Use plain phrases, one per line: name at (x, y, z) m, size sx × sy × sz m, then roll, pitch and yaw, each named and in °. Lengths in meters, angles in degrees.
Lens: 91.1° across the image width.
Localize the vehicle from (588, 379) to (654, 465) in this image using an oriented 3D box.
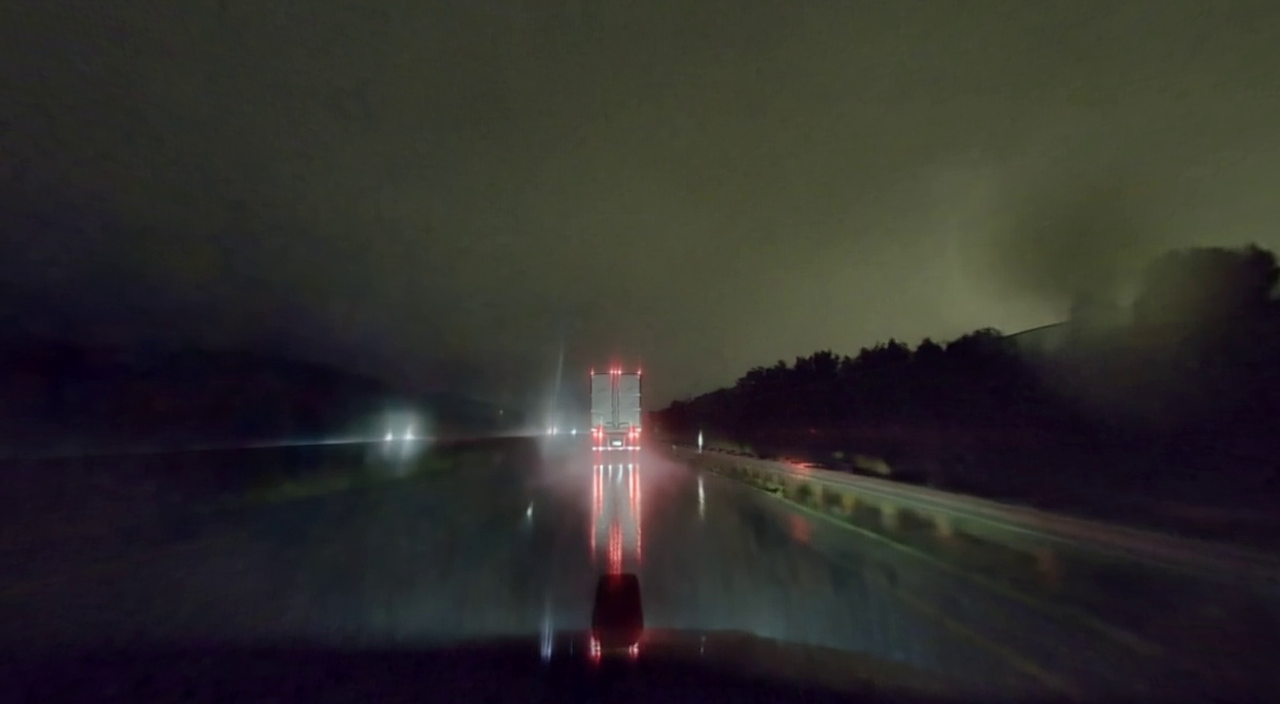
vehicle at (-1.147, 3.913, 34.133) m, size 3.023 × 3.965 × 10.402 m, roll 0°, pitch -8°, yaw -3°
